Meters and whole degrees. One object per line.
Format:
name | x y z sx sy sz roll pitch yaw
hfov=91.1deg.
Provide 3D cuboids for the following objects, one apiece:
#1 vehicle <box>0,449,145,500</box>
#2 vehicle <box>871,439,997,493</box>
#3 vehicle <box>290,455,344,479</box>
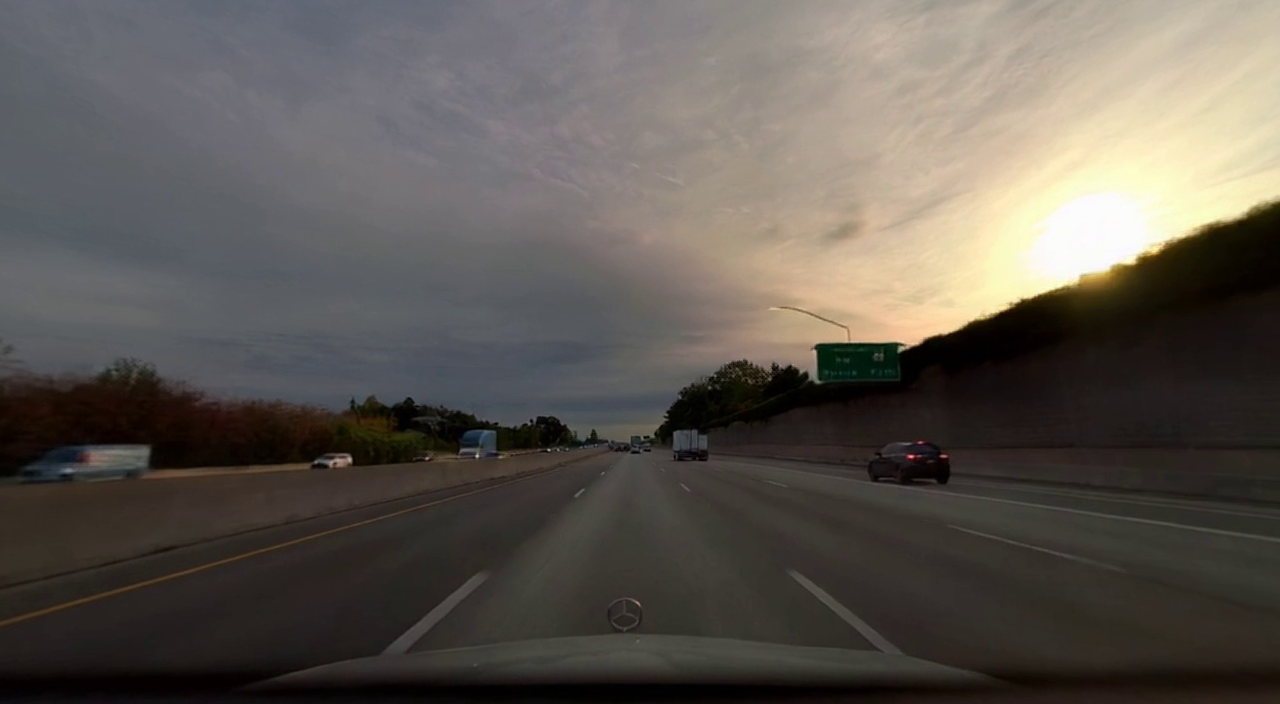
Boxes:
vehicle | -25.907 5.522 28.946 2.226 2.108 5.262 0 -9 -5
vehicle | 9.901 3.860 21.694 1.950 1.632 4.845 0 -9 0
vehicle | -23.791 8.454 46.527 1.899 1.625 4.527 0 -9 -4
